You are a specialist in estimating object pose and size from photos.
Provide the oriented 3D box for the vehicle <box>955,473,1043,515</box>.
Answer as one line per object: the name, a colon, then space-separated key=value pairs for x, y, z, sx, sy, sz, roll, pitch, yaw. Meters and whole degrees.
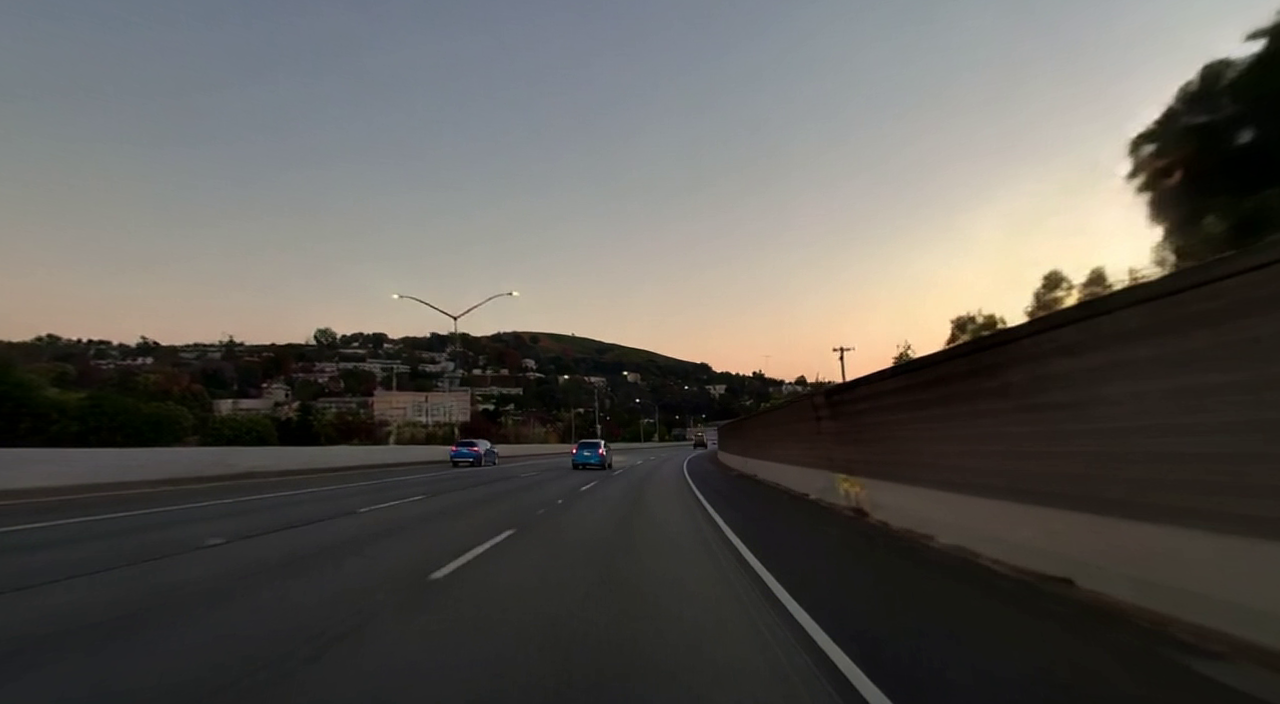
vehicle: x=25.176 y=9.929 z=44.581 sx=2.775 sy=2.408 sz=6.139 roll=0 pitch=-8 yaw=2

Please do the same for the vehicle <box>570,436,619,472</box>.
vehicle: x=-2.369 y=5.438 z=33.733 sx=2.028 sy=1.782 sz=4.150 roll=-1 pitch=-8 yaw=4

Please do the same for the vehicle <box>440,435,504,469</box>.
vehicle: x=-9.443 y=5.640 z=35.837 sx=2.039 sy=1.746 sz=4.528 roll=-1 pitch=-8 yaw=5
